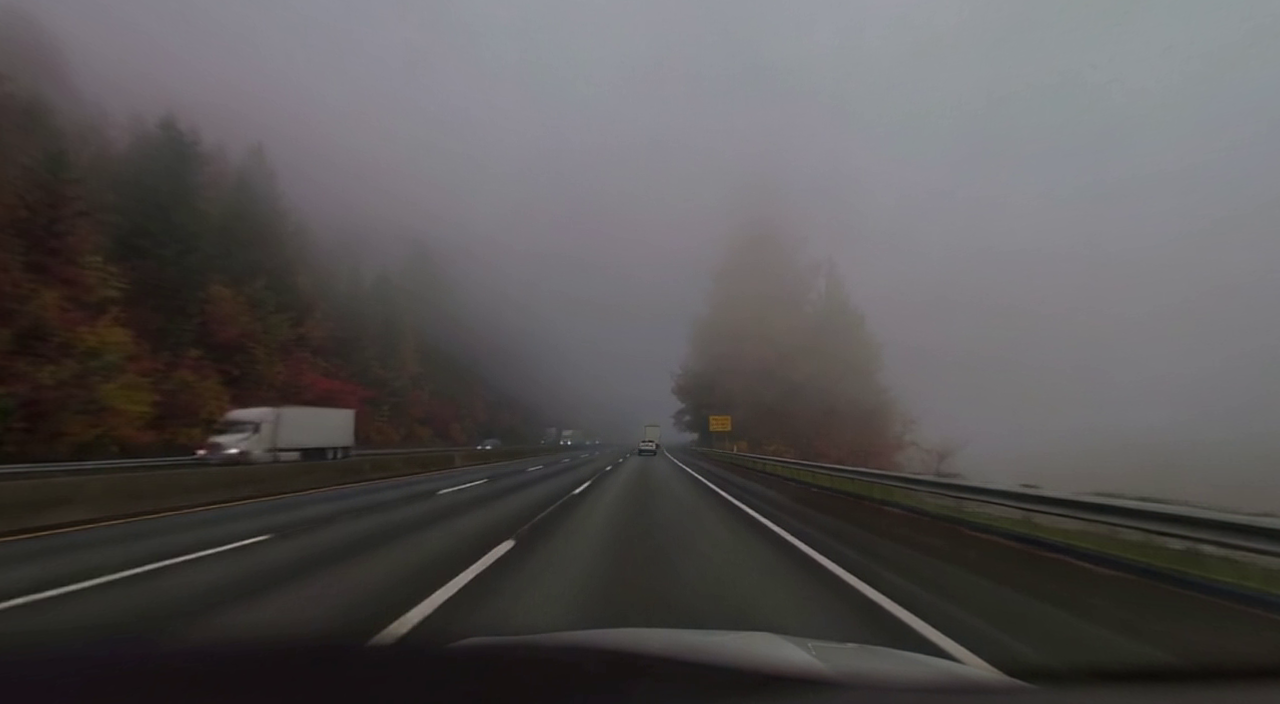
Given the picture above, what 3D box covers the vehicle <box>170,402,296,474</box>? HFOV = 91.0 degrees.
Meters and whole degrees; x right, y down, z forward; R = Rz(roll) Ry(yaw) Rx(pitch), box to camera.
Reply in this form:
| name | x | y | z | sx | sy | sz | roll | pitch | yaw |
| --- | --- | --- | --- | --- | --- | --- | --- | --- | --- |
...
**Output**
| name | x | y | z | sx | sy | sz | roll | pitch | yaw |
| --- | --- | --- | --- | --- | --- | --- | --- | --- | --- |
| vehicle | -22.861 | 4.918 | 35.817 | 2.967 | 3.721 | 5.967 | 0 | -8 | 1 |
